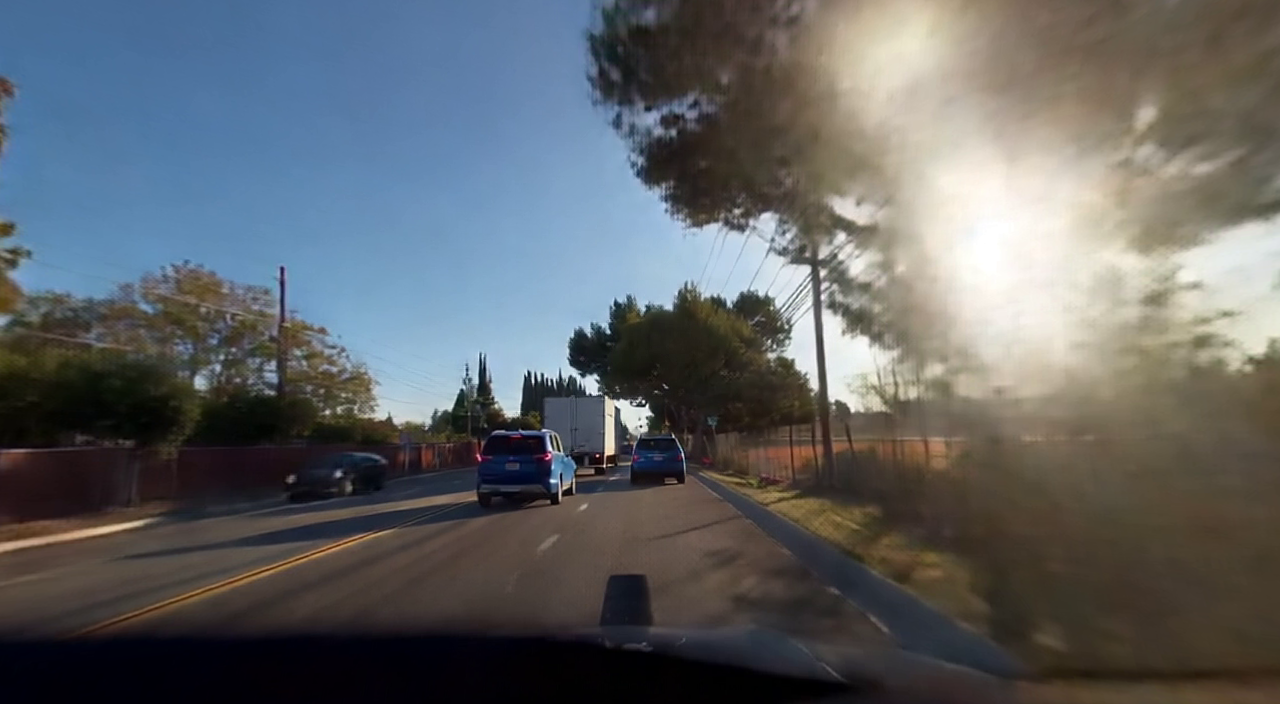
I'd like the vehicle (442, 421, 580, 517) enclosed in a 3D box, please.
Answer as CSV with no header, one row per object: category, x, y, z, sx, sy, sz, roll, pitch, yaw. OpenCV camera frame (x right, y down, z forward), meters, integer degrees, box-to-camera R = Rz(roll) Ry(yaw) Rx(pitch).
vehicle,-2.709,2.595,14.455,2.093,1.832,4.508,0,-9,1

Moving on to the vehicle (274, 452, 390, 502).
vehicle,-11.525,4.662,24.018,2.077,1.638,4.584,0,-9,0

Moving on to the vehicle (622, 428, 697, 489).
vehicle,0.610,3.429,20.549,2.174,1.749,4.113,0,-9,1

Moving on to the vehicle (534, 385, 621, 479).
vehicle,-2.634,3.974,30.388,2.928,3.658,10.953,0,-9,1
